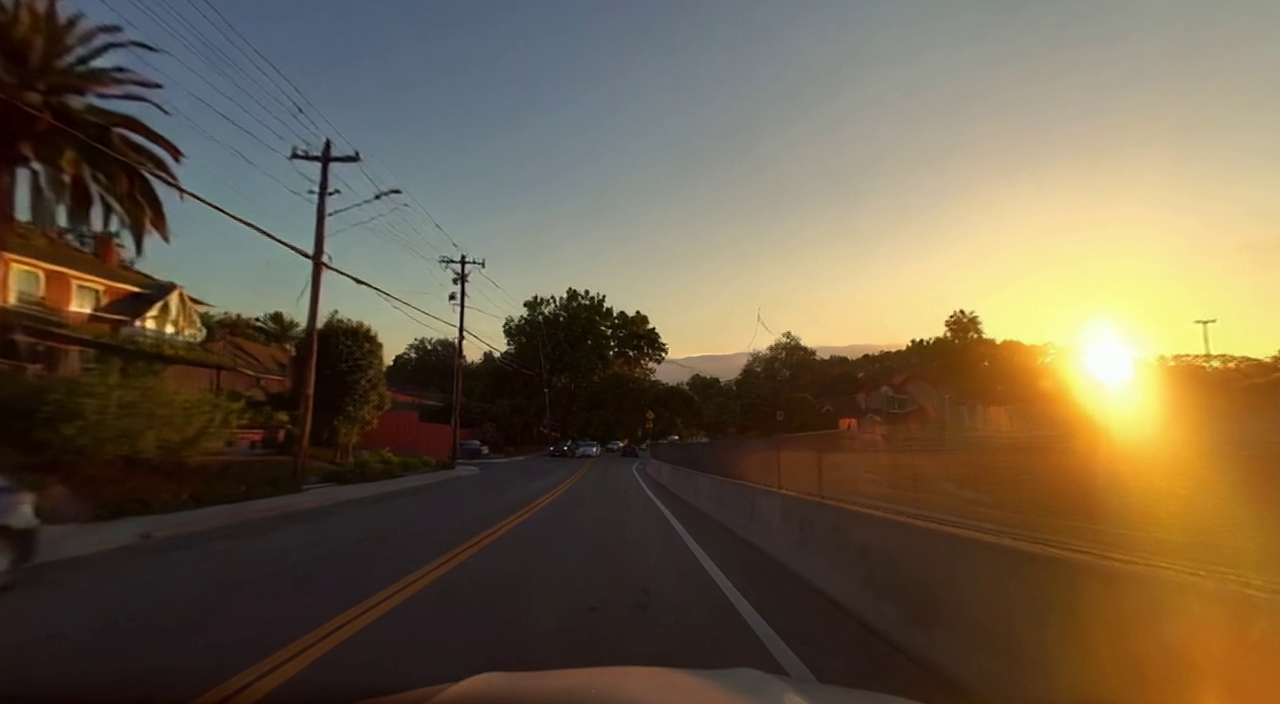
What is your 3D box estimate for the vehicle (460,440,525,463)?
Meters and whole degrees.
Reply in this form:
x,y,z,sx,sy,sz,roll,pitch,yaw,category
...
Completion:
x,y,z,sx,sy,sz,roll,pitch,yaw,category
-11.309,7.657,48.560,4.500,1.674,1.915,8,-12,-44,vehicle
